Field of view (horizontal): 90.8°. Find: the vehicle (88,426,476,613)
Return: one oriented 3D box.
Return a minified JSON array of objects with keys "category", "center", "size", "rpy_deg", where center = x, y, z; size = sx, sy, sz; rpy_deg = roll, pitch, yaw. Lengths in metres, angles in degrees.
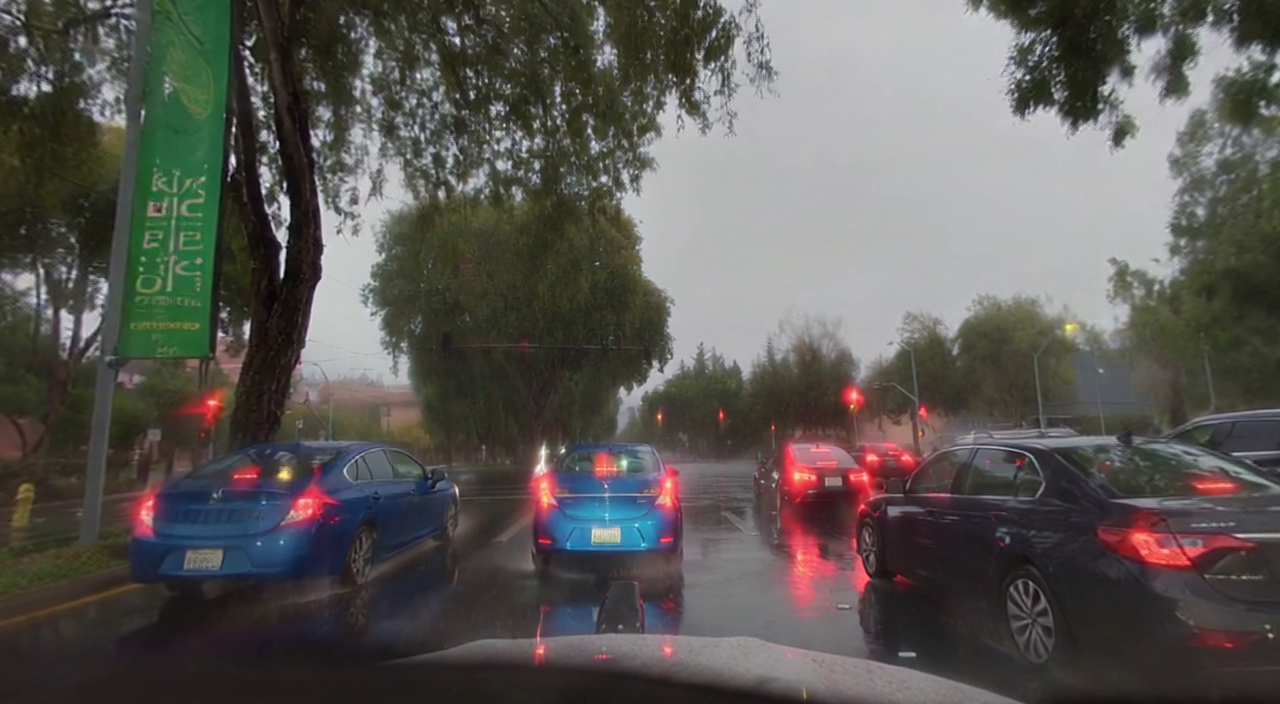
[{"category":"vehicle","center":[-3.372,1.640,7.120],"size":[1.929,1.457,4.136],"rpy_deg":[0,-9,0]}]

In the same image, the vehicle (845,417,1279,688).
[{"category":"vehicle","center":[3.606,1.437,5.766],"size":[1.953,1.471,4.470],"rpy_deg":[0,-9,0]}]

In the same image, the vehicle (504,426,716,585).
[{"category":"vehicle","center":[-0.304,1.726,7.842],"size":[1.994,1.479,3.647],"rpy_deg":[0,-9,-1]}]

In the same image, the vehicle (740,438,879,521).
[{"category":"vehicle","center":[3.398,2.614,13.490],"size":[1.852,1.498,3.825],"rpy_deg":[0,-9,-1]}]
